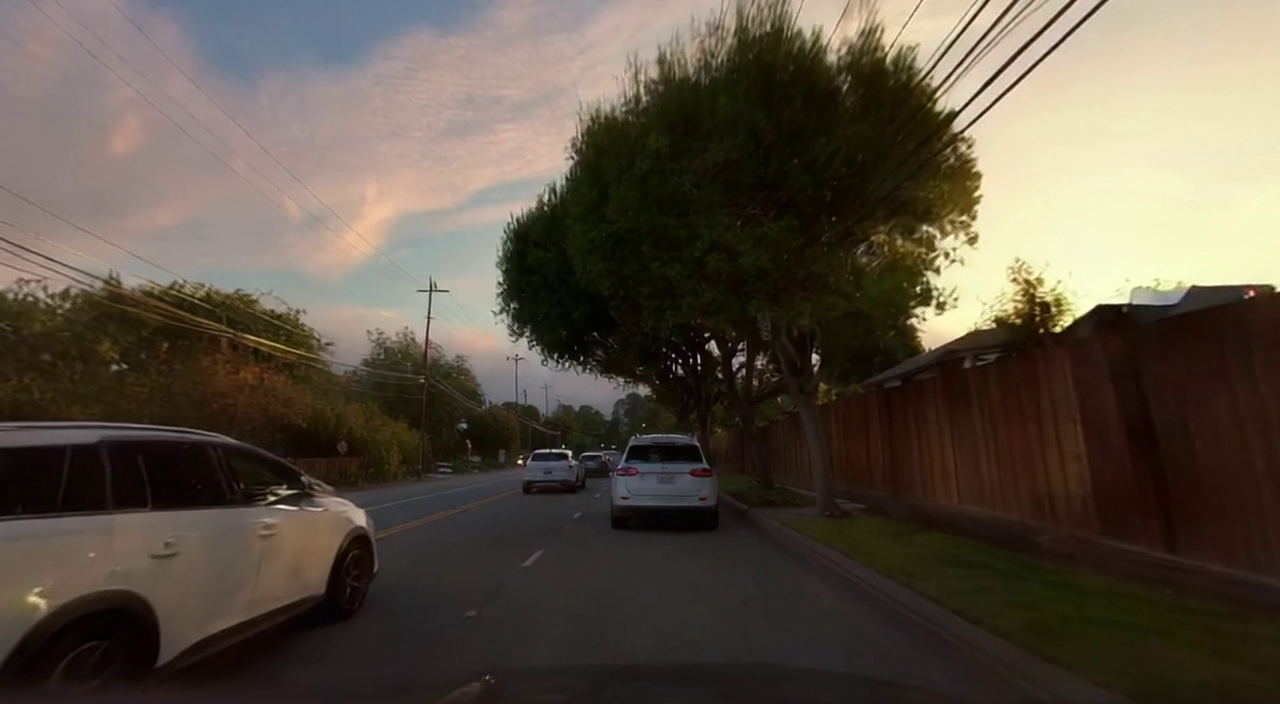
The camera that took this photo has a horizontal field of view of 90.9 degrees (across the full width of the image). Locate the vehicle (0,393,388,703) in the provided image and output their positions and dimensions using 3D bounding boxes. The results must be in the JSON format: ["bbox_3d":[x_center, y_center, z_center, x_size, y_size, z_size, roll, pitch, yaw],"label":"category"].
[{"bbox_3d":[-3.344,1.129,3.538,2.033,1.574,4.132,0,-9,2],"label":"vehicle"}]

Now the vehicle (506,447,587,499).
[{"bbox_3d":[-2.934,3.891,20.692,1.979,1.489,4.006,0,-9,1],"label":"vehicle"}]

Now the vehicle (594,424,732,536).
[{"bbox_3d":[0.385,2.345,12.120,2.174,1.749,4.113,0,-9,1],"label":"vehicle"}]
